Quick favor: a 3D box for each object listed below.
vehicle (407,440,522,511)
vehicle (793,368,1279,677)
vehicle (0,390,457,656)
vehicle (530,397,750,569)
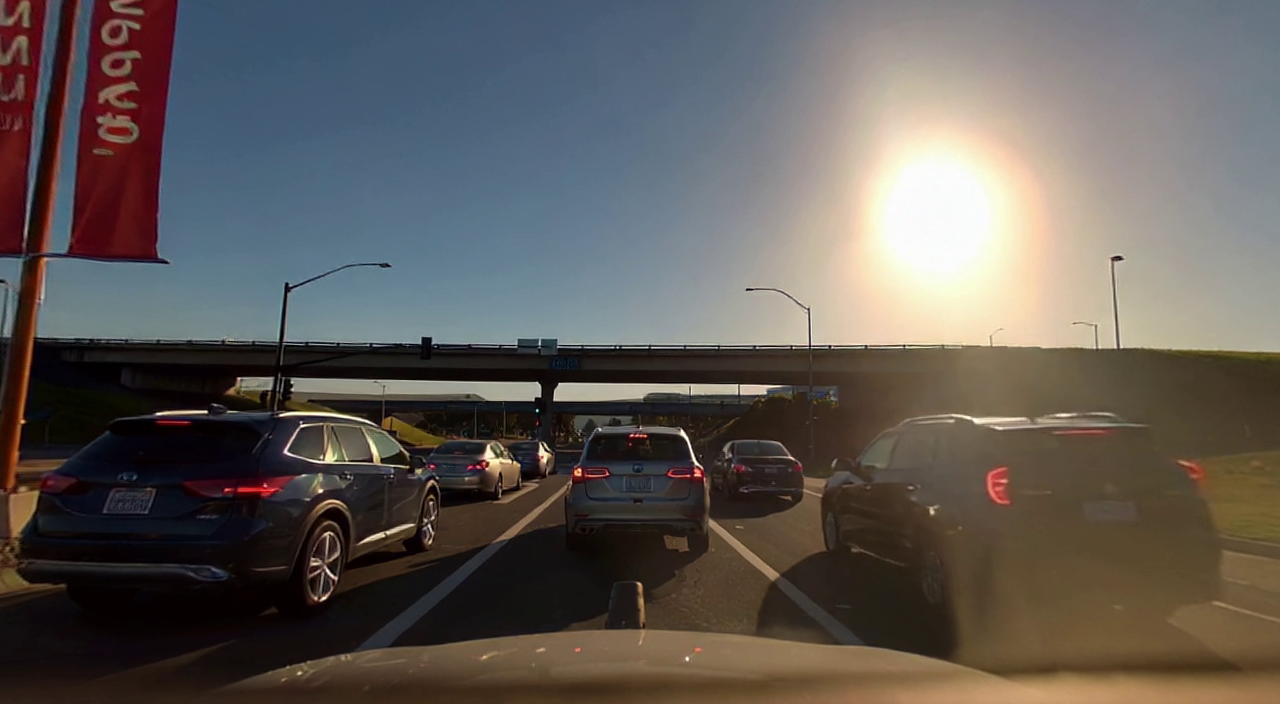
[{"bbox_3d":[-4.153,2.946,15.429,1.797,1.505,3.506,0,-9,0],"label":"vehicle"},{"bbox_3d":[3.144,1.336,6.106,2.016,1.804,4.681,0,-9,-1],"label":"vehicle"},{"bbox_3d":[-3.495,1.423,6.264,2.039,1.709,4.265,0,-9,0],"label":"vehicle"},{"bbox_3d":[-0.078,1.770,9.210,2.409,1.864,4.471,0,-9,-2],"label":"vehicle"}]
